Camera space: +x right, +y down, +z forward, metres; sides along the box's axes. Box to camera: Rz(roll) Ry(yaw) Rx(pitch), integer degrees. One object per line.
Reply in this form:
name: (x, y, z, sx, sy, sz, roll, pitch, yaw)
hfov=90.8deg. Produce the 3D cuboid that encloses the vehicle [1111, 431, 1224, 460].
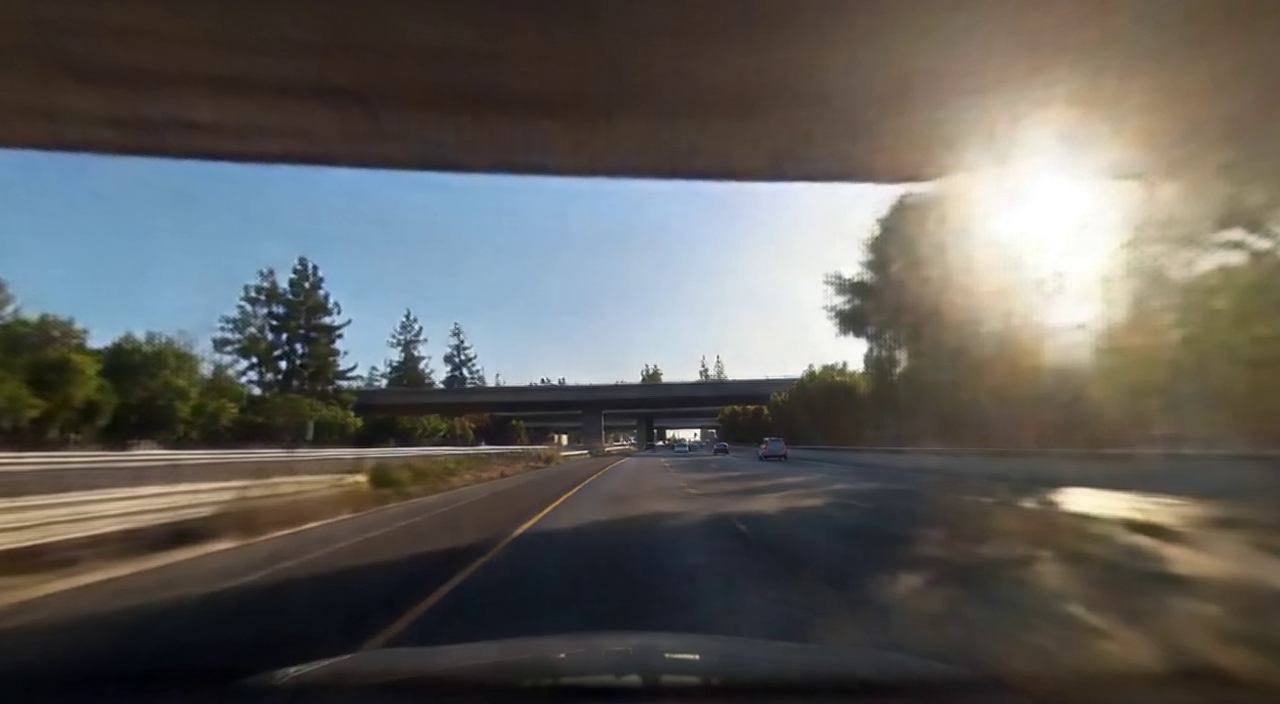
vehicle: (29.275, 5.218, 35.324, 1.967, 1.491, 4.970, 0, -9, -1)
